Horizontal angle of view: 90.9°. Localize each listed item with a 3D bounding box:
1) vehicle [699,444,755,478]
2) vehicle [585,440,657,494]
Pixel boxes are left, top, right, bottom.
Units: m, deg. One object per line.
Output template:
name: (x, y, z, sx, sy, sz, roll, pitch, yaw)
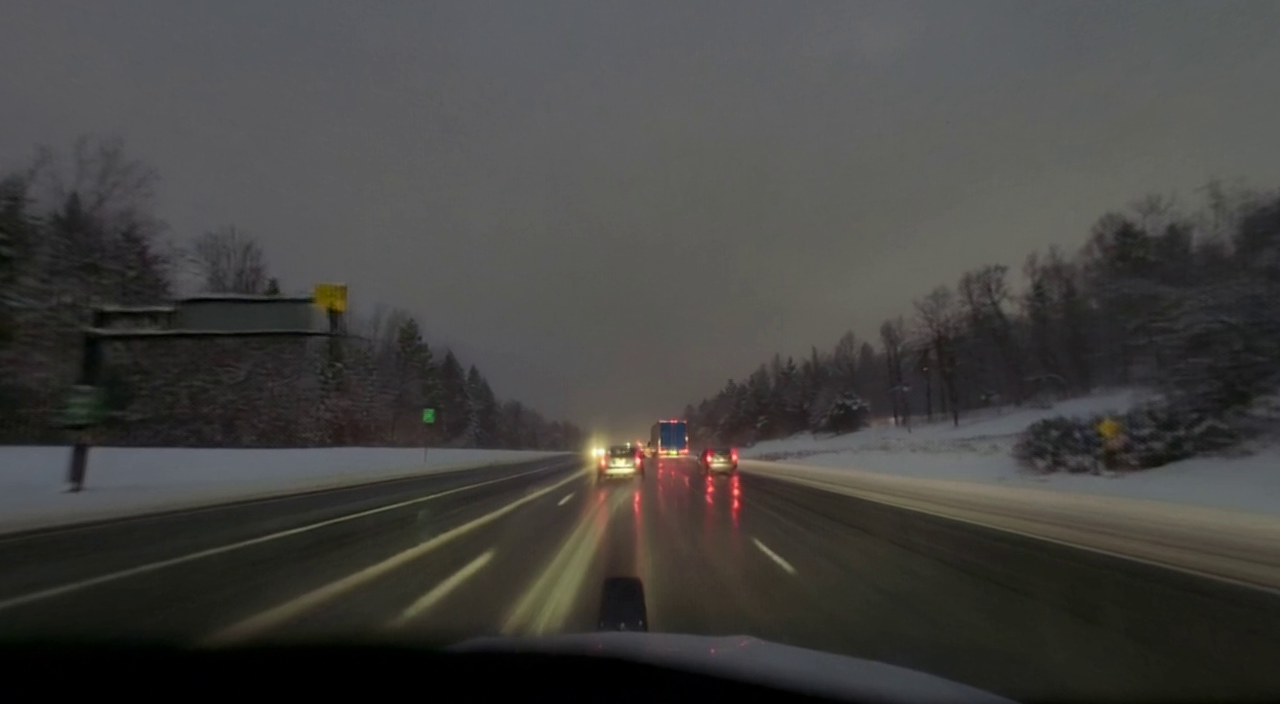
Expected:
vehicle: (3.986, 5.070, 29.678, 1.971, 1.472, 4.301, 0, -8, -1)
vehicle: (-0.499, 3.573, 20.016, 2.020, 1.516, 3.951, -1, -9, 2)
